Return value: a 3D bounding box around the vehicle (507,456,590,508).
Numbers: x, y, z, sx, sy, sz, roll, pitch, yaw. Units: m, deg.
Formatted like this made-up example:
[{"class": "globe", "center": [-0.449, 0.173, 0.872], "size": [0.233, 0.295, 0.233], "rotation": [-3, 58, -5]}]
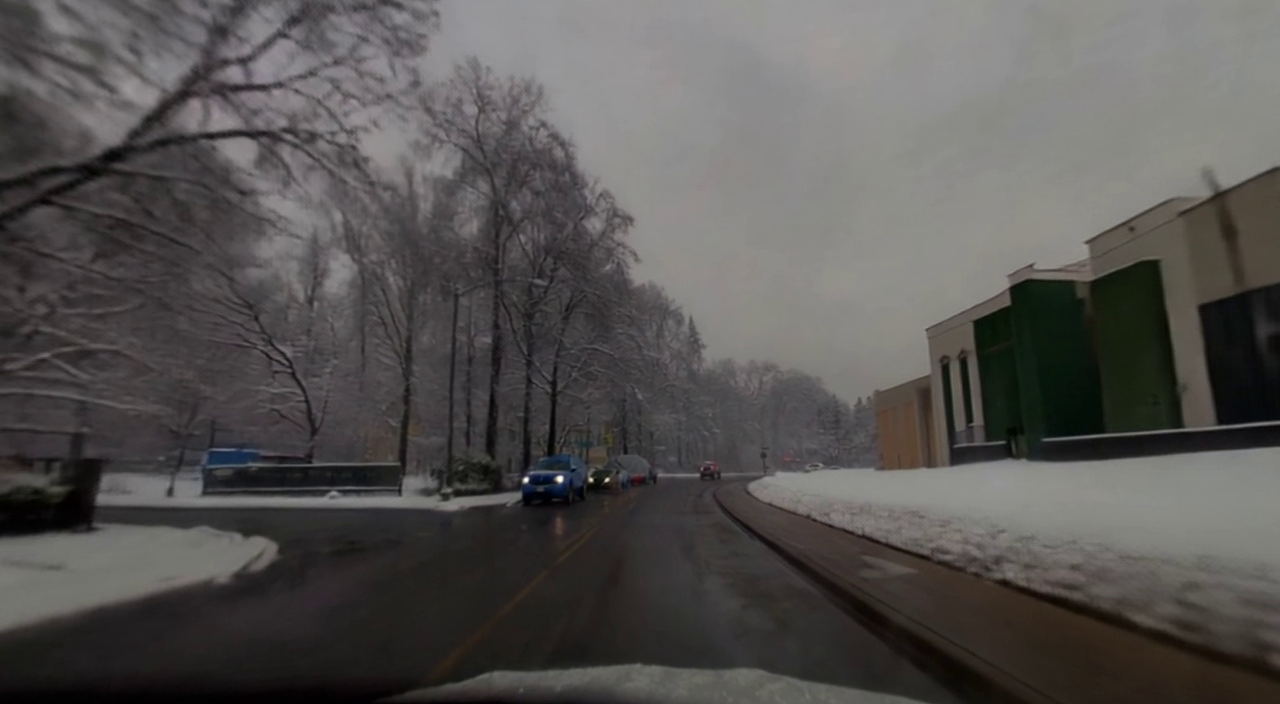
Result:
[{"class": "vehicle", "center": [-3.385, 4.935, 24.322], "size": [2.022, 1.776, 4.625], "rotation": [-2, -10, 7]}]
